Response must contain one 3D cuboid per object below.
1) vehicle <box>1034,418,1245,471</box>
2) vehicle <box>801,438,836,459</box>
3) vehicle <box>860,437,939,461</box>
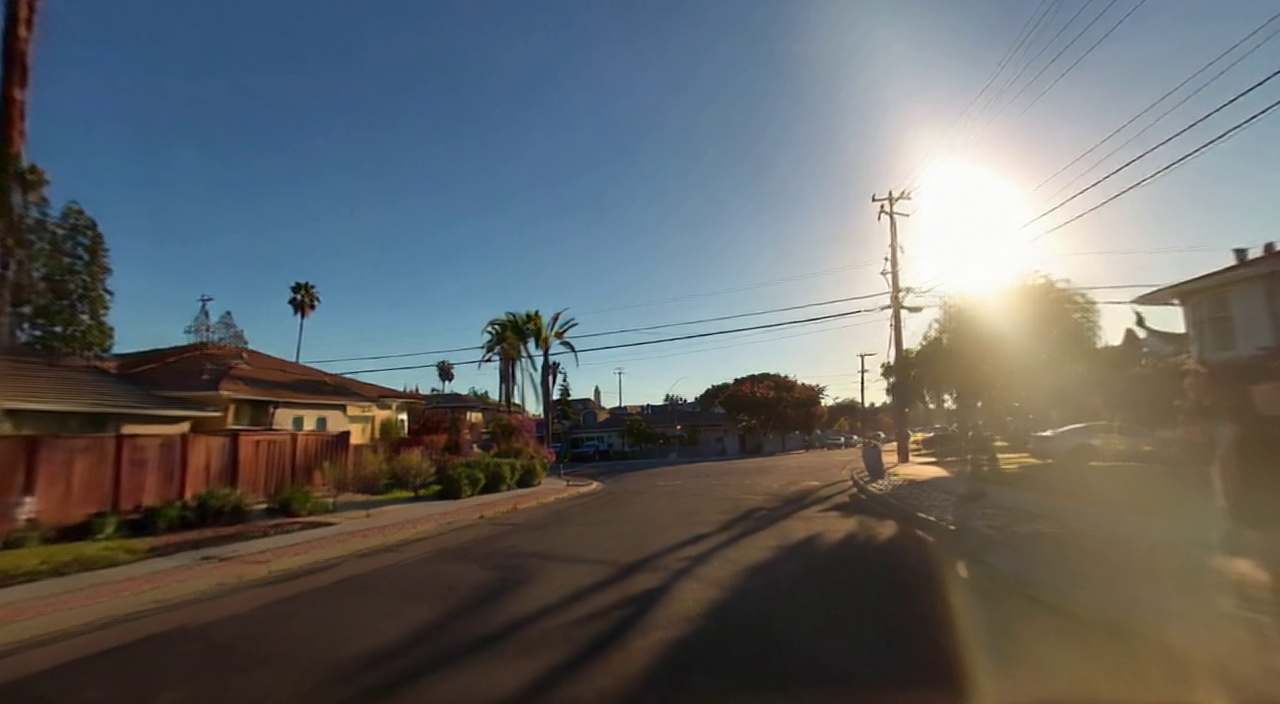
[{"bbox_3d":[15.324,2.882,19.684,4.641,1.498,2.001,-1,-9,10],"label":"vehicle"},{"bbox_3d":[14.191,7.631,49.982,1.955,1.632,3.688,-4,-10,26],"label":"vehicle"},{"bbox_3d":[16.593,6.240,40.442,4.531,1.447,1.814,-4,-10,23],"label":"vehicle"}]
